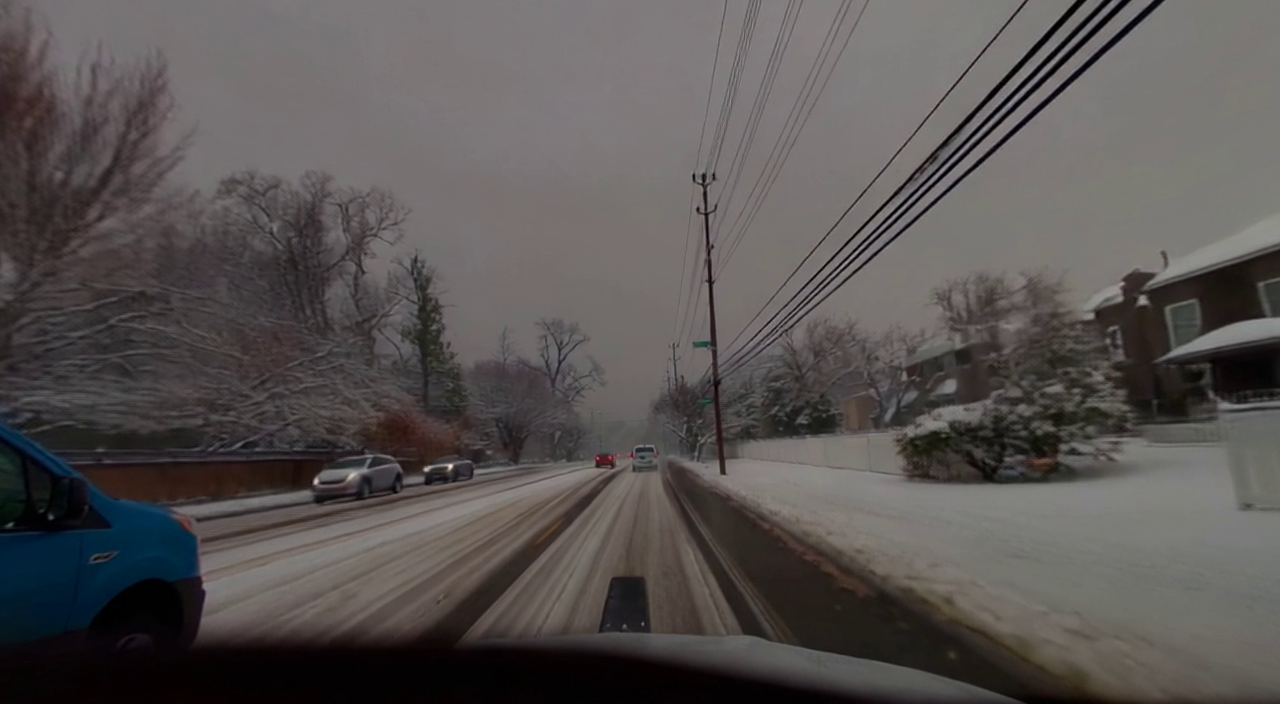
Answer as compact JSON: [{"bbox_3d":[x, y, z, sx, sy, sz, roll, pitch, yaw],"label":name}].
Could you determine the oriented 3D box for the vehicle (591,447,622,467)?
[{"bbox_3d":[-2.567,8.198,49.307,1.968,1.472,4.489,0,-9,2],"label":"vehicle"}]

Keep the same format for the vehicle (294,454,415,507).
[{"bbox_3d":[-9.714,4.373,21.933,2.068,1.480,4.641,-3,-9,0],"label":"vehicle"}]

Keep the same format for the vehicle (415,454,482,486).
[{"bbox_3d":[-9.786,6.066,32.650,2.005,1.471,4.330,-1,-9,2],"label":"vehicle"}]

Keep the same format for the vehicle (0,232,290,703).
[{"bbox_3d":[-3.512,0.471,1.105,2.336,2.152,5.866,0,-9,1],"label":"vehicle"}]

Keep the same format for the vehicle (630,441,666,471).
[{"bbox_3d":[0.492,6.489,39.529,2.120,1.718,3.909,0,-9,1],"label":"vehicle"}]
